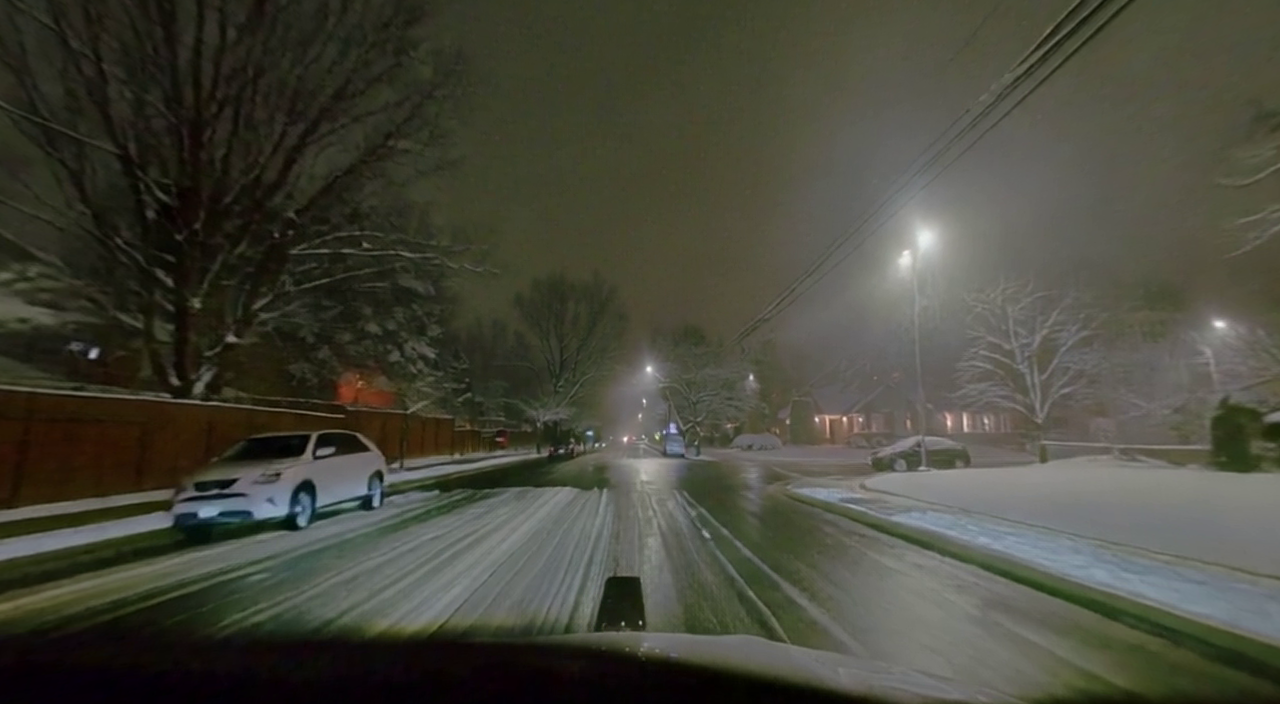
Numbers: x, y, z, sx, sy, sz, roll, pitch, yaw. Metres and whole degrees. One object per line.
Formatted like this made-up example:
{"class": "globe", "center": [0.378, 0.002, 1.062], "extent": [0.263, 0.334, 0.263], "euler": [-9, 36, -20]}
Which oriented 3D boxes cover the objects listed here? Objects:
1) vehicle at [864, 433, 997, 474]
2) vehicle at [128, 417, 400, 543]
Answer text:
{"class": "vehicle", "center": [12.405, 4.317, 26.987], "extent": [4.708, 1.527, 2.113], "euler": [0, -8, -10]}
{"class": "vehicle", "center": [-6.048, 2.084, 10.883], "extent": [1.998, 1.742, 4.210], "euler": [0, -8, 1]}
